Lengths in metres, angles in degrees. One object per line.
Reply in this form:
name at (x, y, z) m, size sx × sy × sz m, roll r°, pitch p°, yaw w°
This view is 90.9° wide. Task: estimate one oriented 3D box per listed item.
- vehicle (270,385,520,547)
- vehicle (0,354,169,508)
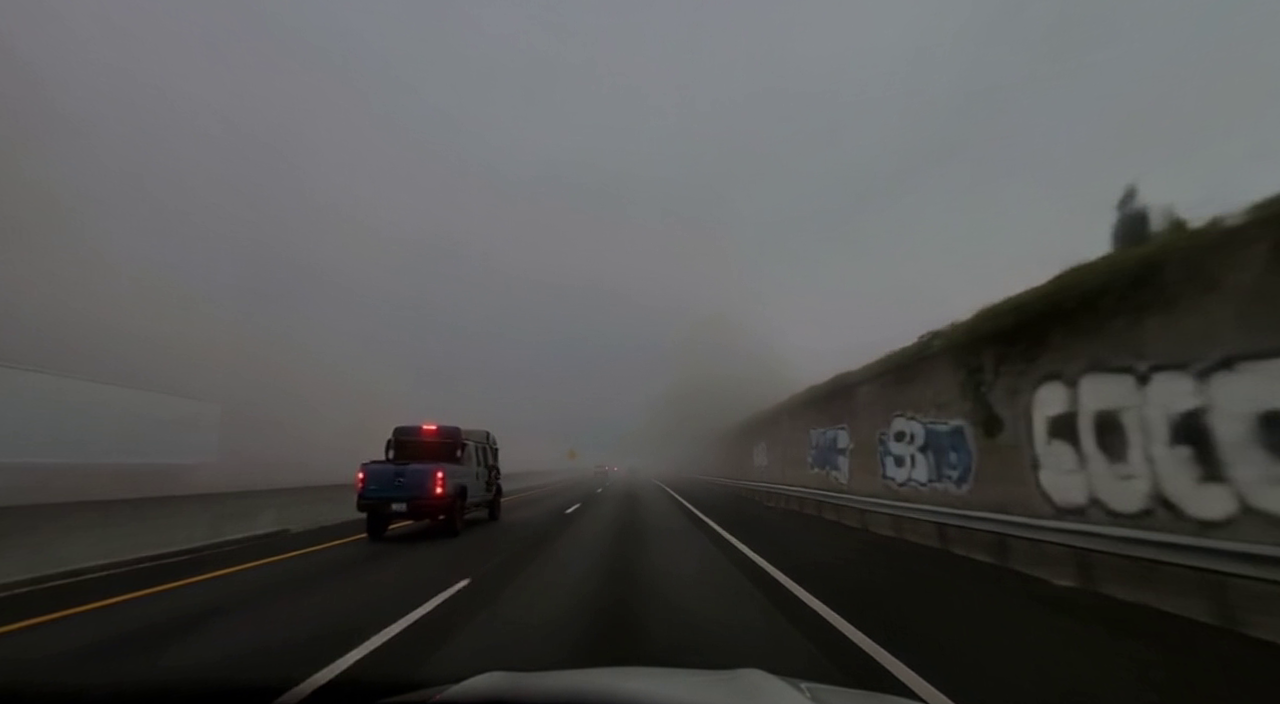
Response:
vehicle at (-4.306, 2.285, 12.696) m, size 2.597 × 2.434 × 6.020 m, roll 1°, pitch -10°, yaw 0°
vehicle at (-17.634, 1.844, 15.194) m, size 2.927 × 3.827 × 12.466 m, roll 1°, pitch -11°, yaw -1°
